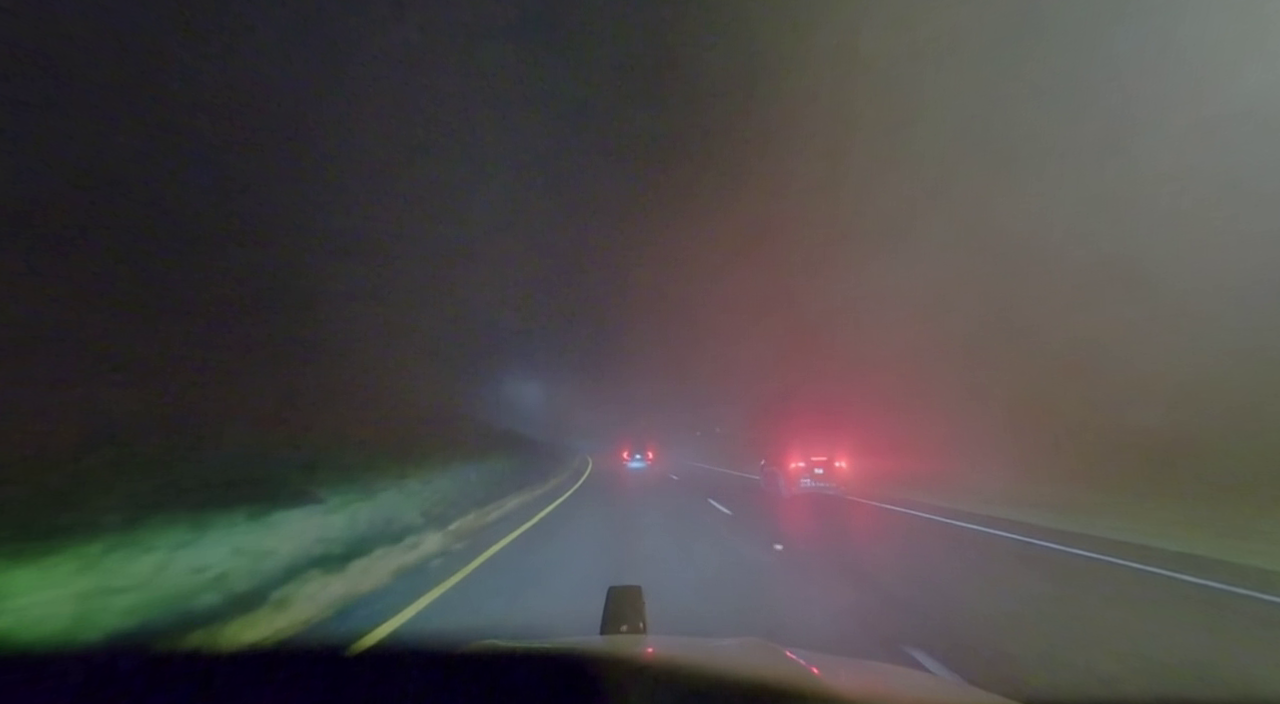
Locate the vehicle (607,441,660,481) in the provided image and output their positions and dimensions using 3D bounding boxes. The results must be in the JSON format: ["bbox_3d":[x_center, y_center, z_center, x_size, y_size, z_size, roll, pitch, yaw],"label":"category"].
[{"bbox_3d":[-0.343,4.445,26.017,2.029,1.474,4.183,0,-9,-2],"label":"vehicle"}]
